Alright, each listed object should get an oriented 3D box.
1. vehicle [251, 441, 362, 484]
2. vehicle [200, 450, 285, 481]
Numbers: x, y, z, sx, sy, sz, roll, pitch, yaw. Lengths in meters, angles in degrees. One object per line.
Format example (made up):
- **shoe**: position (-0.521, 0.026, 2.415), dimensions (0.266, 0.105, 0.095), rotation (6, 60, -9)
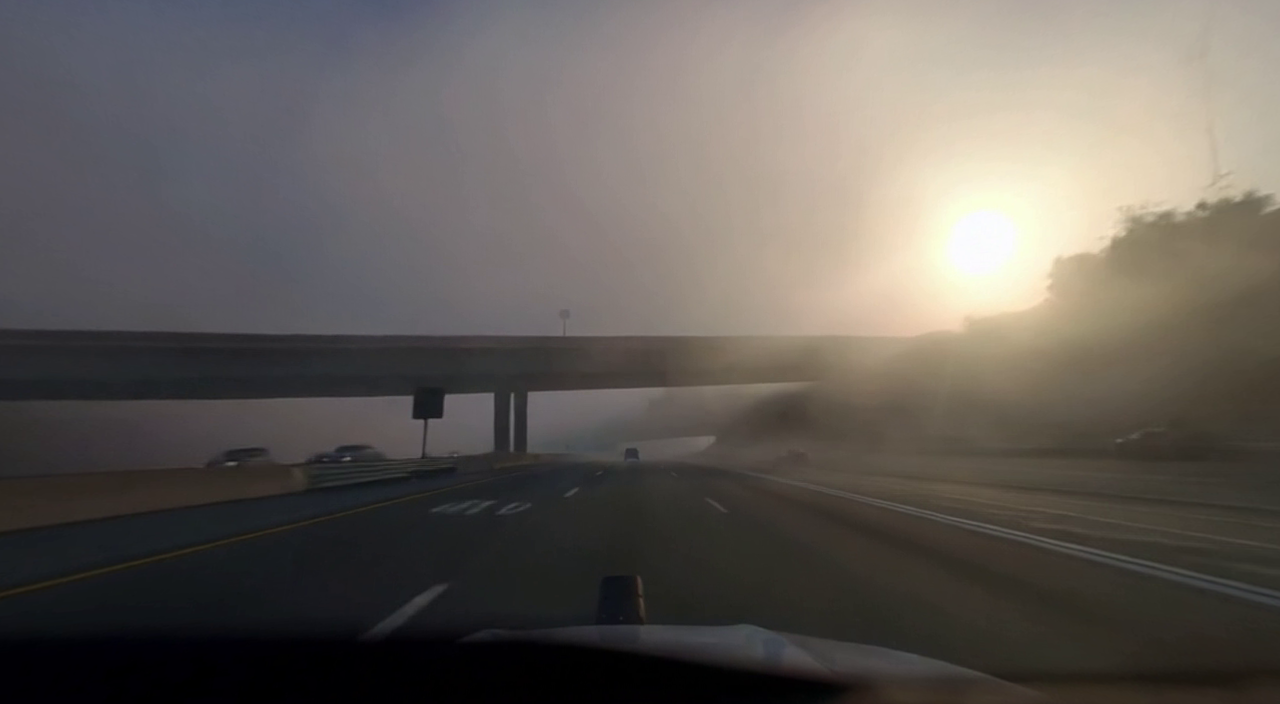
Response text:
- **vehicle**: position (-13.226, 4.388, 25.452), dimensions (1.929, 1.532, 4.743), rotation (0, -9, 0)
- **vehicle**: position (-23.395, 6.652, 37.412), dimensions (2.055, 1.699, 4.683), rotation (0, -9, -1)
